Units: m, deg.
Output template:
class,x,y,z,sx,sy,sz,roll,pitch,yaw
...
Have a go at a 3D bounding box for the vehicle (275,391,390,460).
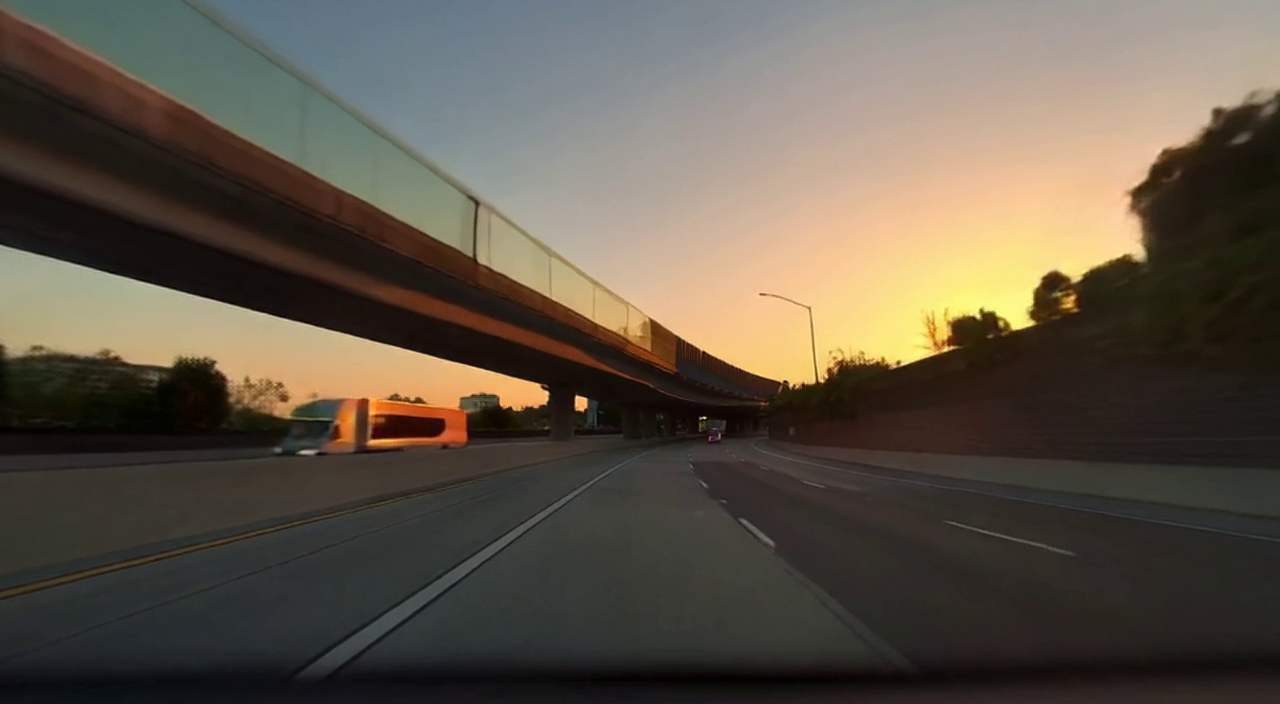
class,x,y,z,sx,sy,sz,roll,pitch,yaw
vehicle,-18.218,4.518,37.980,3.059,3.764,6.795,0,-8,4
